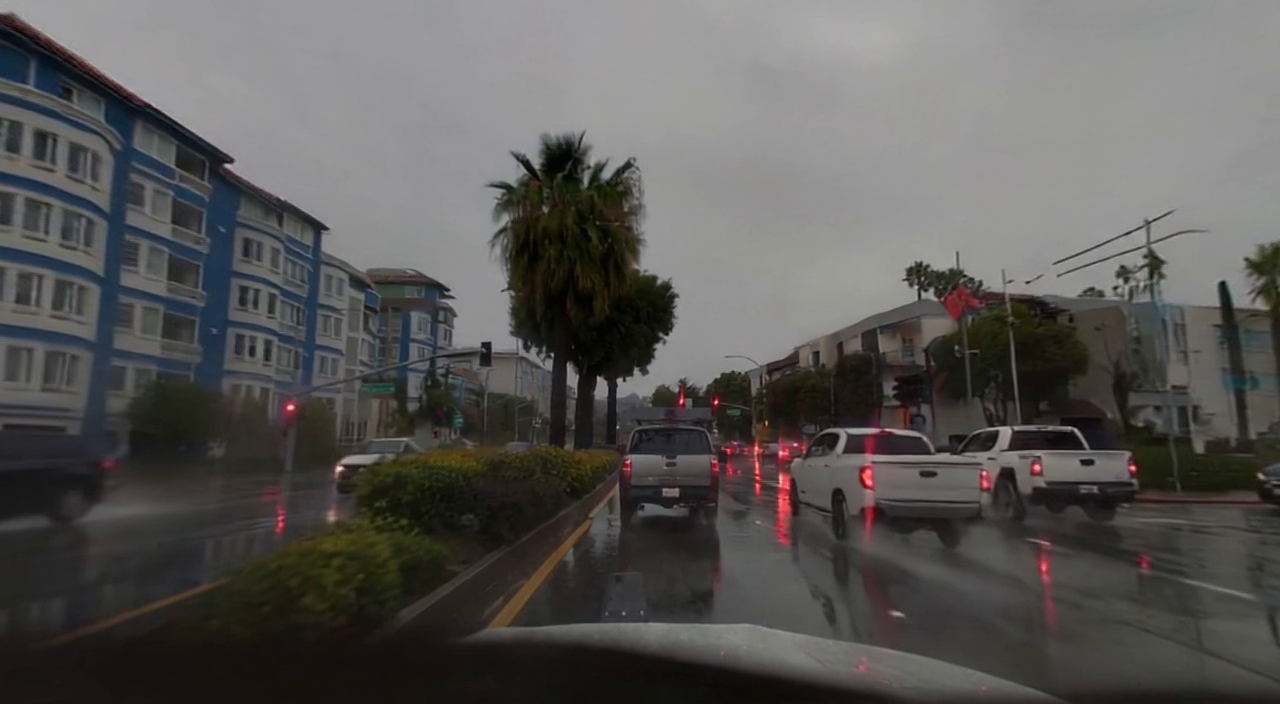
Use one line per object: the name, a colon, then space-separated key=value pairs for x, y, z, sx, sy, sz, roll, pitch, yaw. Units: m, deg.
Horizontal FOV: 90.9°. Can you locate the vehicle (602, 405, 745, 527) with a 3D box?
vehicle: x=0.631 y=2.410 z=13.848 sx=2.487 sy=2.115 sz=5.444 roll=0 pitch=-9 yaw=1

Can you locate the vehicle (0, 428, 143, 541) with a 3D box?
vehicle: x=-11.626 y=2.236 z=10.727 sx=2.272 sy=1.837 sz=4.892 roll=0 pitch=-9 yaw=1

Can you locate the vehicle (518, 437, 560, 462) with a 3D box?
vehicle: x=-7.387 y=7.171 z=46.537 sx=2.050 sy=1.725 sz=4.677 roll=-1 pitch=-9 yaw=3

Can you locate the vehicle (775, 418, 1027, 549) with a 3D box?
vehicle: x=4.050 y=2.149 z=11.024 sx=2.283 sy=1.738 sz=4.916 roll=0 pitch=-9 yaw=0

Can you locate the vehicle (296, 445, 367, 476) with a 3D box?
vehicle: x=-18.467 y=6.490 z=37.984 sx=1.972 sy=1.694 sz=4.466 roll=0 pitch=-9 yaw=1

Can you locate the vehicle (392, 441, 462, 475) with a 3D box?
vehicle: x=-11.473 y=5.720 z=34.251 sx=2.134 sy=1.699 sz=4.342 roll=-1 pitch=-9 yaw=2
